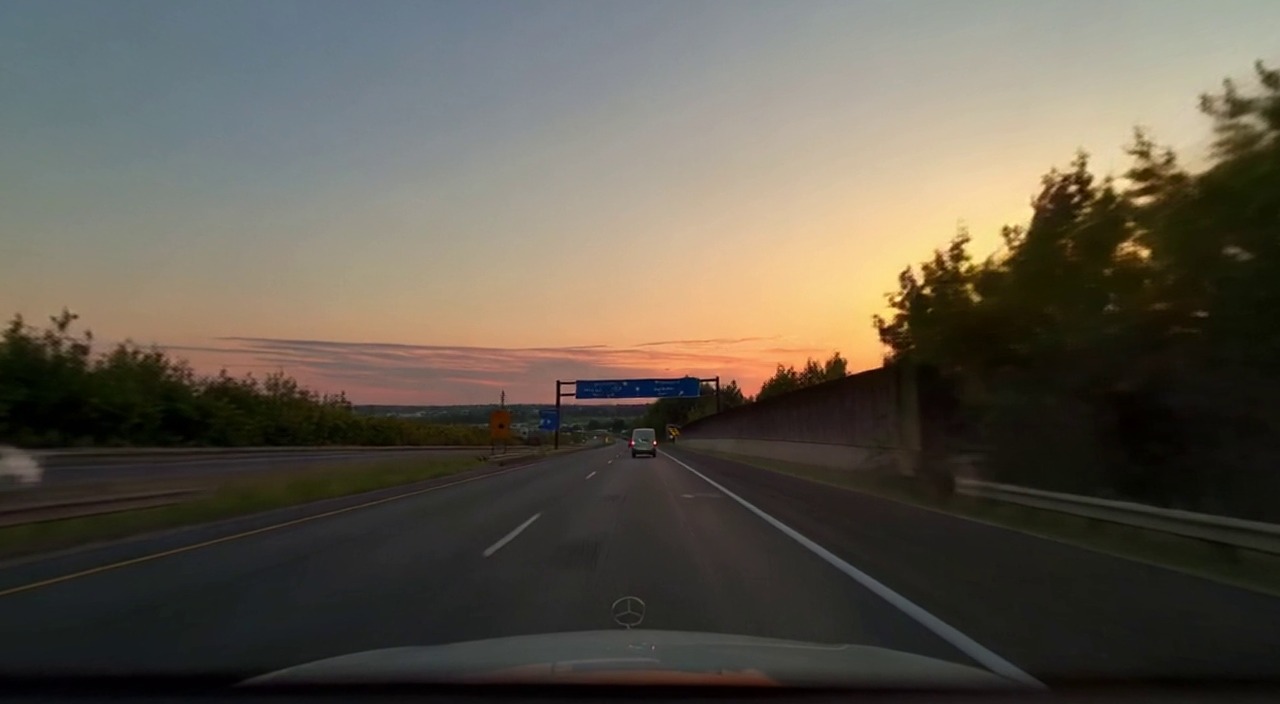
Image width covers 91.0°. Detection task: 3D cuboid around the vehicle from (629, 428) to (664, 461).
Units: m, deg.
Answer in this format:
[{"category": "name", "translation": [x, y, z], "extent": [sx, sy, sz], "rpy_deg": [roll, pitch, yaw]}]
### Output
[{"category": "vehicle", "translation": [0.434, 6.513, 44.299], "extent": [2.277, 2.109, 4.922], "rpy_deg": [0, -8, 0]}]
